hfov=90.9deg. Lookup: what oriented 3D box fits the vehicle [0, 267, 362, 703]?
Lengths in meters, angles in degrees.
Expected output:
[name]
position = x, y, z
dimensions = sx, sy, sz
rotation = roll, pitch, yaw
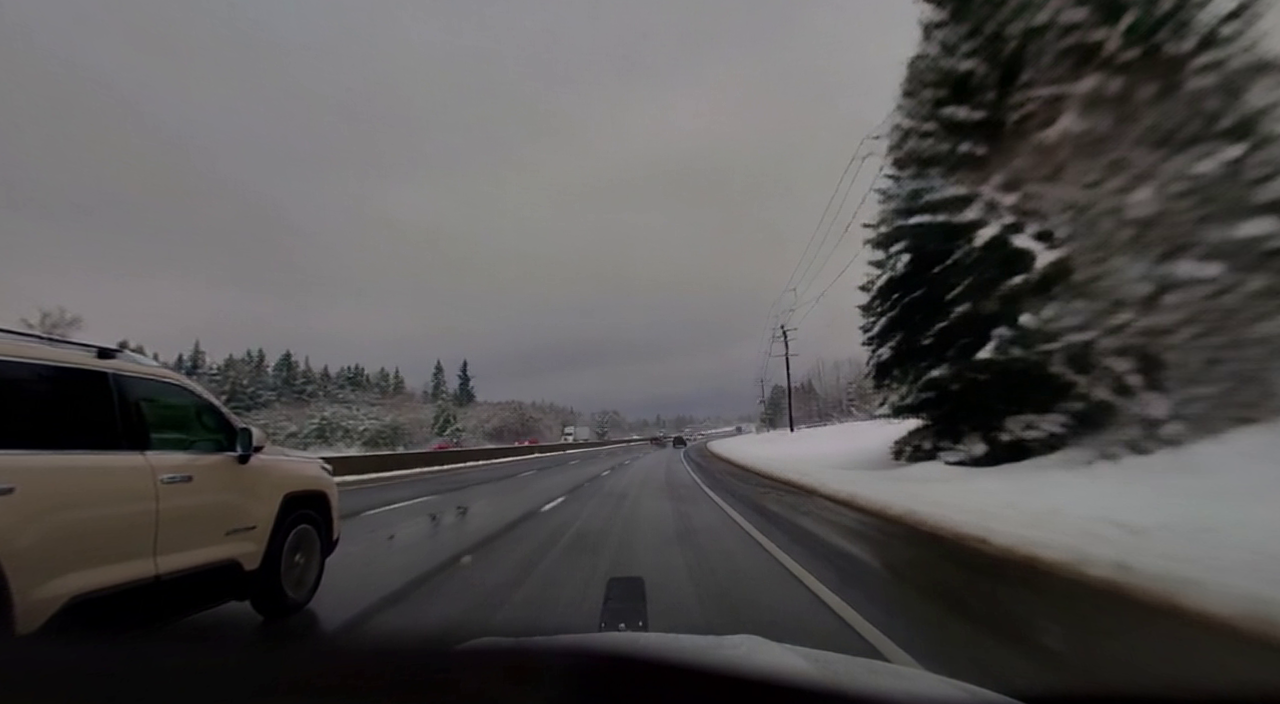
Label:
[vehicle]
position = -3.538, 0.738, 2.900
dimensions = 2.136, 1.975, 5.037
rotation = 0, -8, 1
